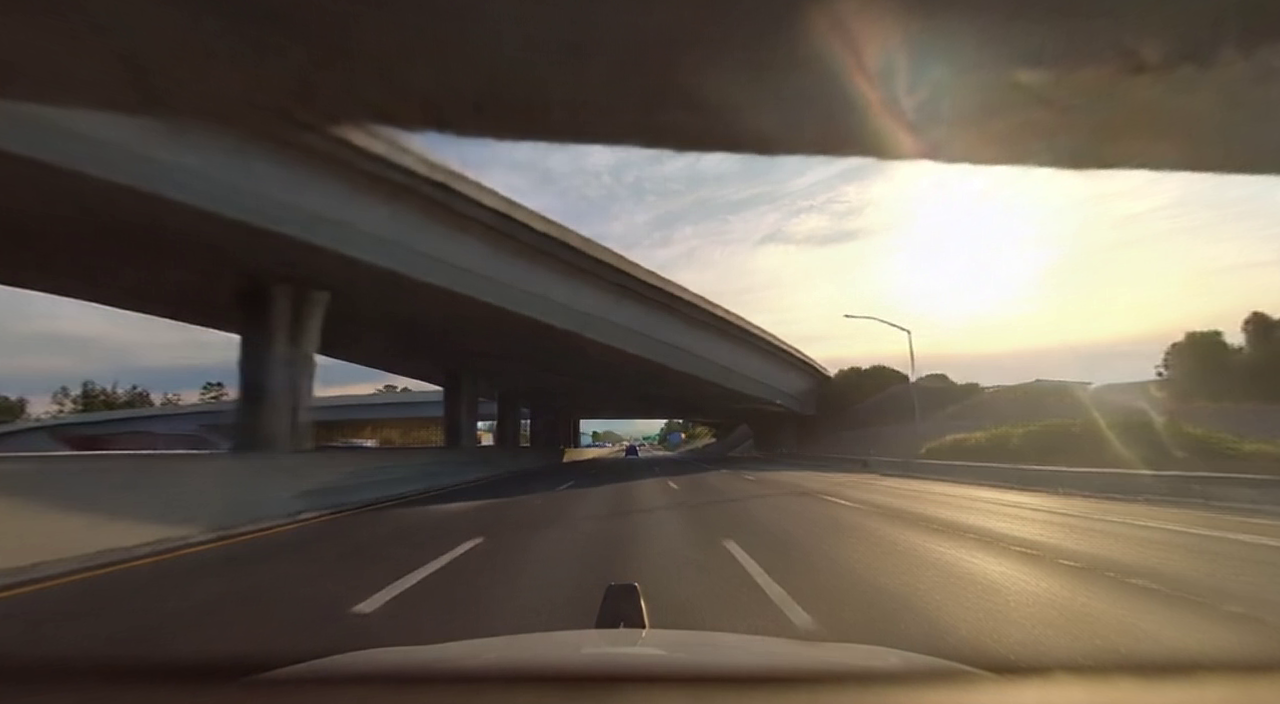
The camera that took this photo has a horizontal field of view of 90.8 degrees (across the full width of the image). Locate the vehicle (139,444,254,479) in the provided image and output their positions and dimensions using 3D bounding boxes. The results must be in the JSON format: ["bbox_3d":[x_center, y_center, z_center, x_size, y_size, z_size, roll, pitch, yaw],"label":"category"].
[{"bbox_3d":[-20.763,5.132,29.875,2.003,1.495,4.720,0,-9,0],"label":"vehicle"}]

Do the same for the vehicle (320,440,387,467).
[{"bbox_3d":[-17.516,6.240,38.904,1.919,1.579,4.704,0,-9,0],"label":"vehicle"}]

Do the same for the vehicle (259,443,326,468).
[{"bbox_3d":[-24.213,7.217,44.238,1.968,1.630,4.757,0,-9,-1],"label":"vehicle"}]
